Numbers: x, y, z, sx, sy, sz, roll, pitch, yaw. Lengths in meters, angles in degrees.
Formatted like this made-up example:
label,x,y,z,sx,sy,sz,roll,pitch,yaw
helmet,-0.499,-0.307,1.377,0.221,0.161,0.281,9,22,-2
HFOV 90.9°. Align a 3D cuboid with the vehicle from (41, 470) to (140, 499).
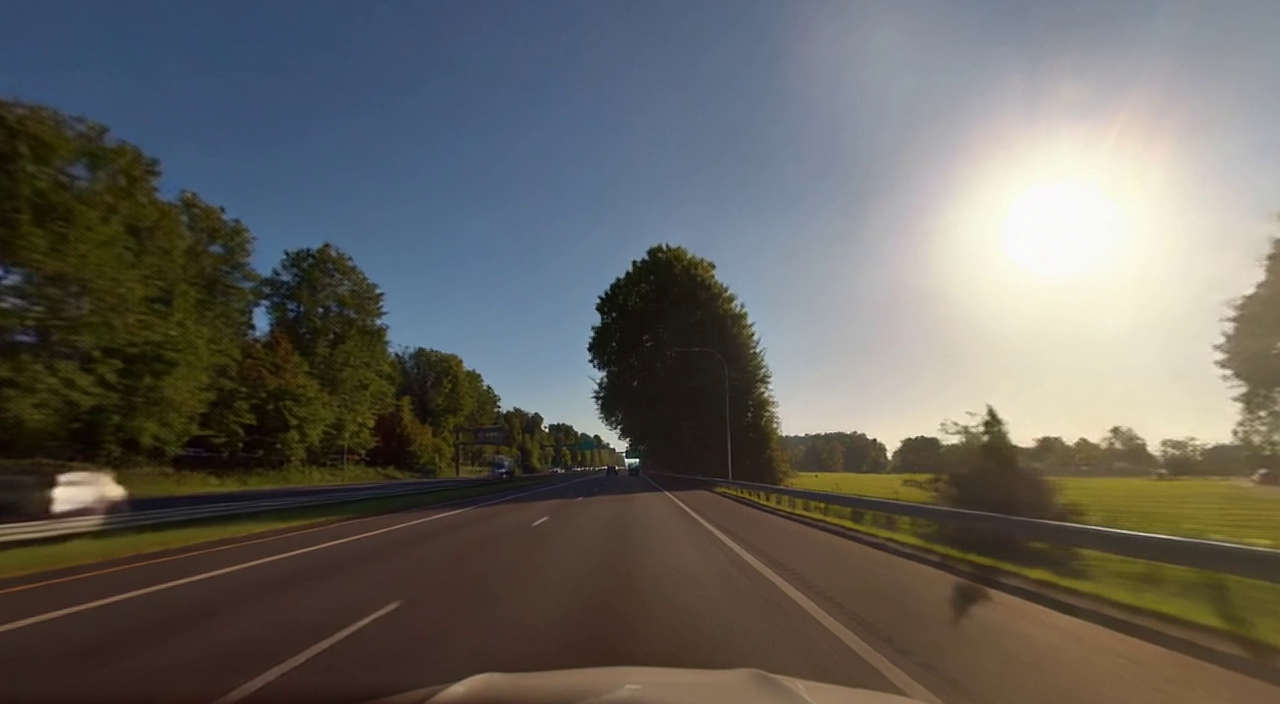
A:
label,x,y,z,sx,sy,sz,roll,pitch,yaw
vehicle,-30.237,7.291,34.864,1.700,1.420,4.152,1,-11,0
